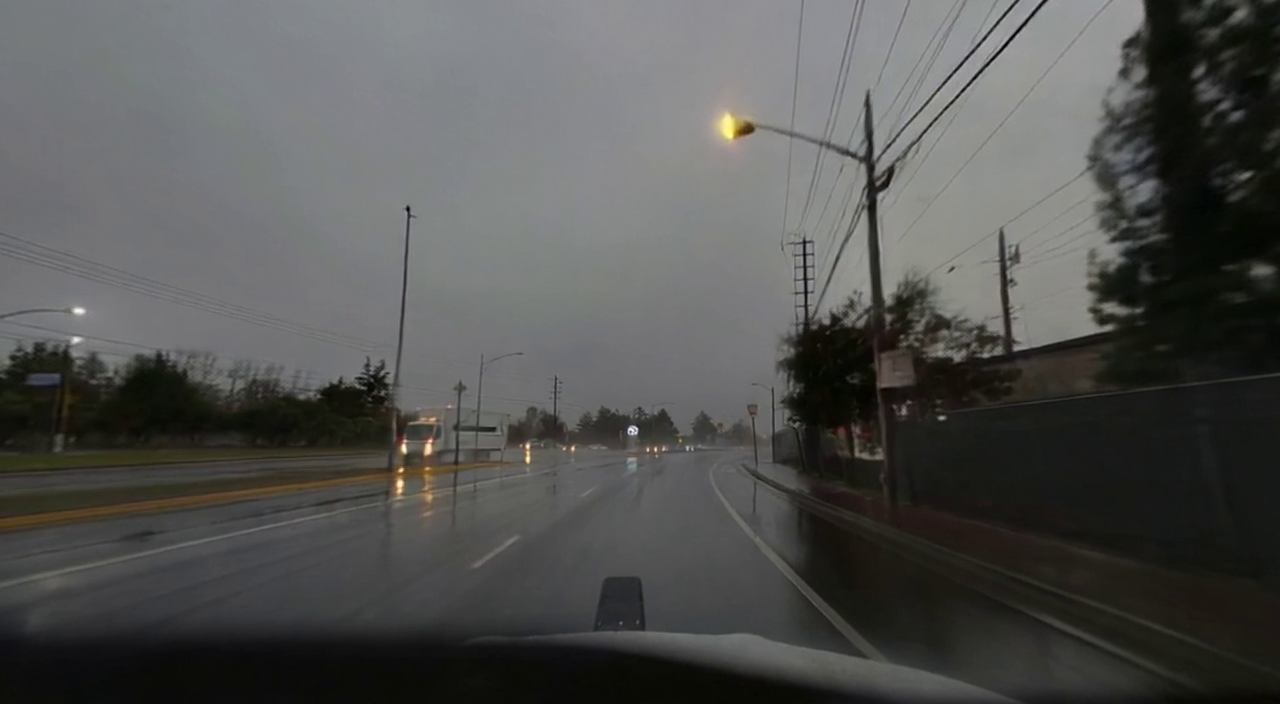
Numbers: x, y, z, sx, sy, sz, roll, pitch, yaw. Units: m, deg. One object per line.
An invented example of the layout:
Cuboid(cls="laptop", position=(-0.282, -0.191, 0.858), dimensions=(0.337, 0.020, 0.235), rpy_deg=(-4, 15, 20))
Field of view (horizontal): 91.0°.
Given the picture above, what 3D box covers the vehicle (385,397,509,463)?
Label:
Cuboid(cls="vehicle", position=(-12.848, 5.539, 43.545), dimensions=(2.994, 3.930, 11.114), rpy_deg=(-2, -9, 12))
